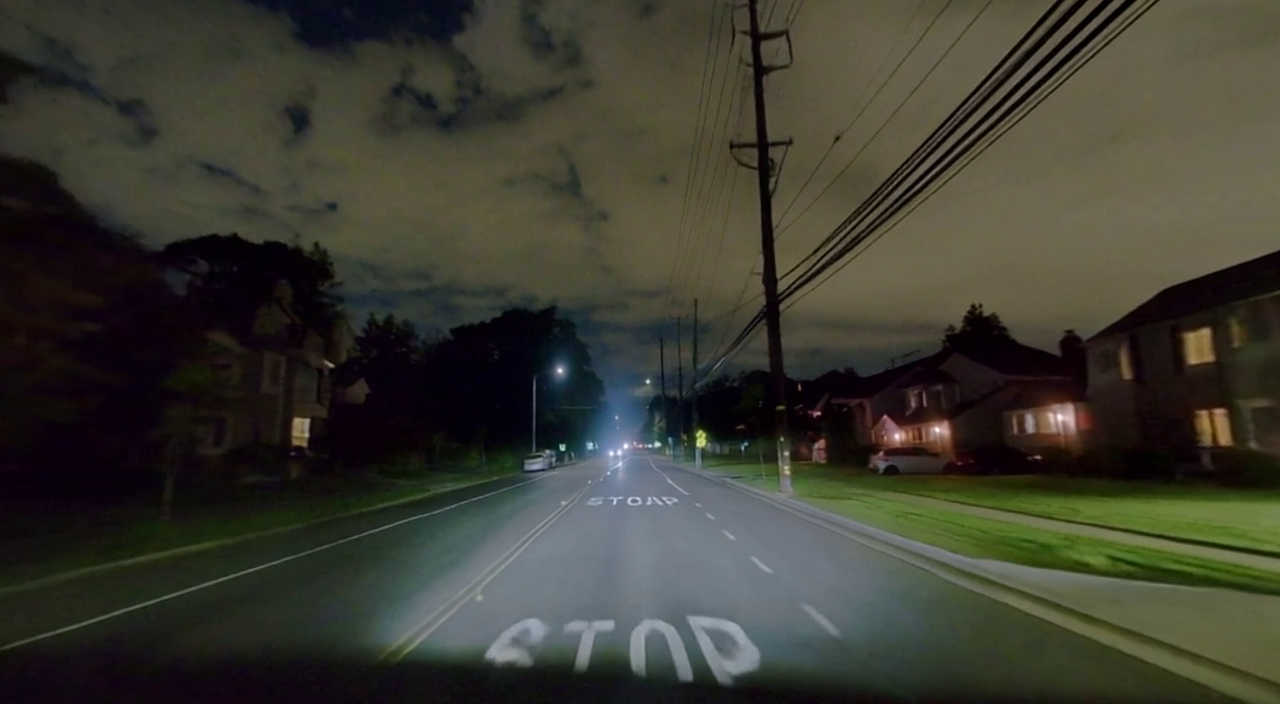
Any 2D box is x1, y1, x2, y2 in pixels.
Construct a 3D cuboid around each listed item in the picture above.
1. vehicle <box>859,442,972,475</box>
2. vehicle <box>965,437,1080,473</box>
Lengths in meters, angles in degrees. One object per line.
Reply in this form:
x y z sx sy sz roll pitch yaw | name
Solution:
13.624 5.271 31.393 4.624 1.420 2.045 -1 -9 -4 | vehicle
18.907 5.104 31.368 4.362 1.480 1.903 -3 -7 0 | vehicle
